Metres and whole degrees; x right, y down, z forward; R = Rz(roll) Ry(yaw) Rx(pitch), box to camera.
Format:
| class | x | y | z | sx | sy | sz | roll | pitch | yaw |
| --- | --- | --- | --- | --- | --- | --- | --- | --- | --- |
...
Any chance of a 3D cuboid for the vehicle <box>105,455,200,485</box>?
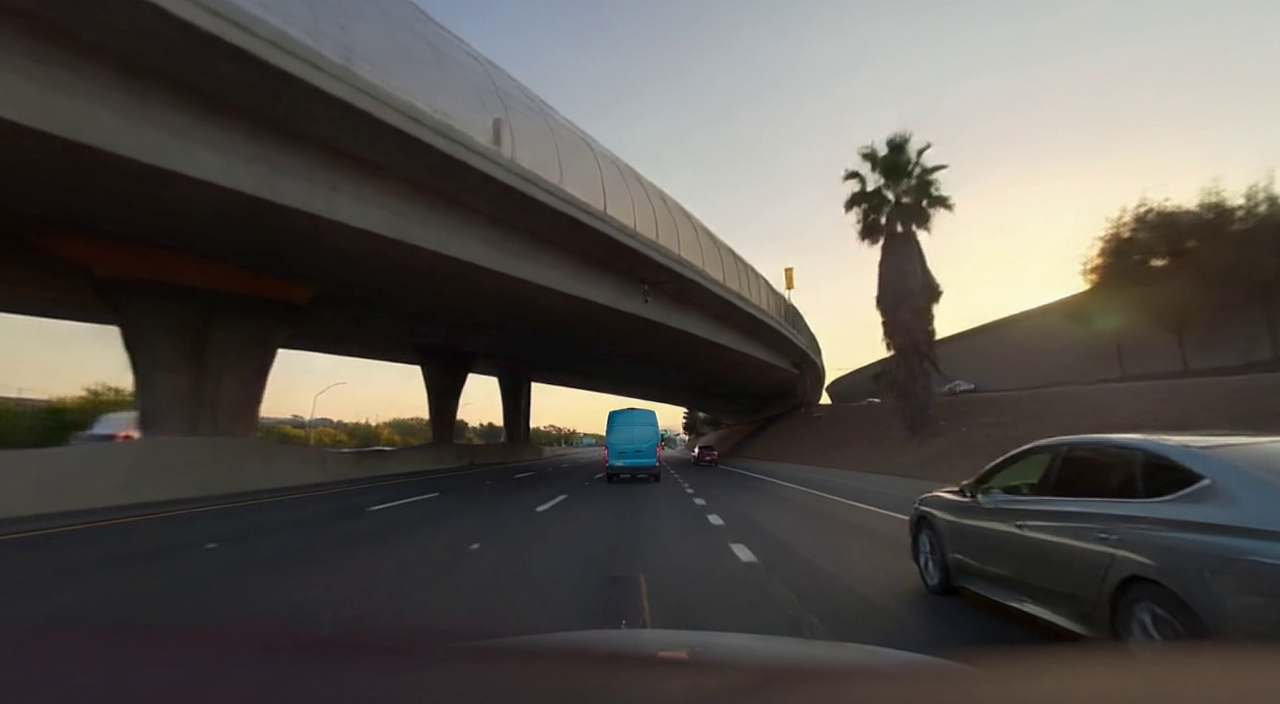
| class | x | y | z | sx | sy | sz | roll | pitch | yaw |
| --- | --- | --- | --- | --- | --- | --- | --- | --- | --- |
| vehicle | -28.086 | 6.808 | 36.385 | 1.806 | 1.532 | 4.456 | 0 | -9 | 1 |

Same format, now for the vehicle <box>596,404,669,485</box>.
| class | x | y | z | sx | sy | sz | roll | pitch | yaw |
| --- | --- | --- | --- | --- | --- | --- | --- | --- | --- |
| vehicle | -0.148 | 3.631 | 24.690 | 2.476 | 2.776 | 5.598 | -1 | -9 | 3 |

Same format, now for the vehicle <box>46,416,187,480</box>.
| class | x | y | z | sx | sy | sz | roll | pitch | yaw |
| --- | --- | --- | --- | --- | --- | --- | --- | --- | --- |
| vehicle | -36.012 | 6.692 | 43.710 | 2.962 | 3.998 | 7.500 | 0 | -9 | 2 |

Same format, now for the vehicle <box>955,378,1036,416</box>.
| class | x | y | z | sx | sy | sz | roll | pitch | yaw |
| --- | --- | --- | --- | --- | --- | --- | --- | --- | --- |
| vehicle | 24.826 | 3.247 | 44.126 | 2.445 | 2.240 | 5.659 | -2 | -8 | 2 |

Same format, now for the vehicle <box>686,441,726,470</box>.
| class | x | y | z | sx | sy | sz | roll | pitch | yaw |
| --- | --- | --- | --- | --- | --- | --- | --- | --- | --- |
| vehicle | 3.963 | 6.233 | 38.135 | 1.987 | 1.648 | 3.984 | 0 | -9 | 0 |
